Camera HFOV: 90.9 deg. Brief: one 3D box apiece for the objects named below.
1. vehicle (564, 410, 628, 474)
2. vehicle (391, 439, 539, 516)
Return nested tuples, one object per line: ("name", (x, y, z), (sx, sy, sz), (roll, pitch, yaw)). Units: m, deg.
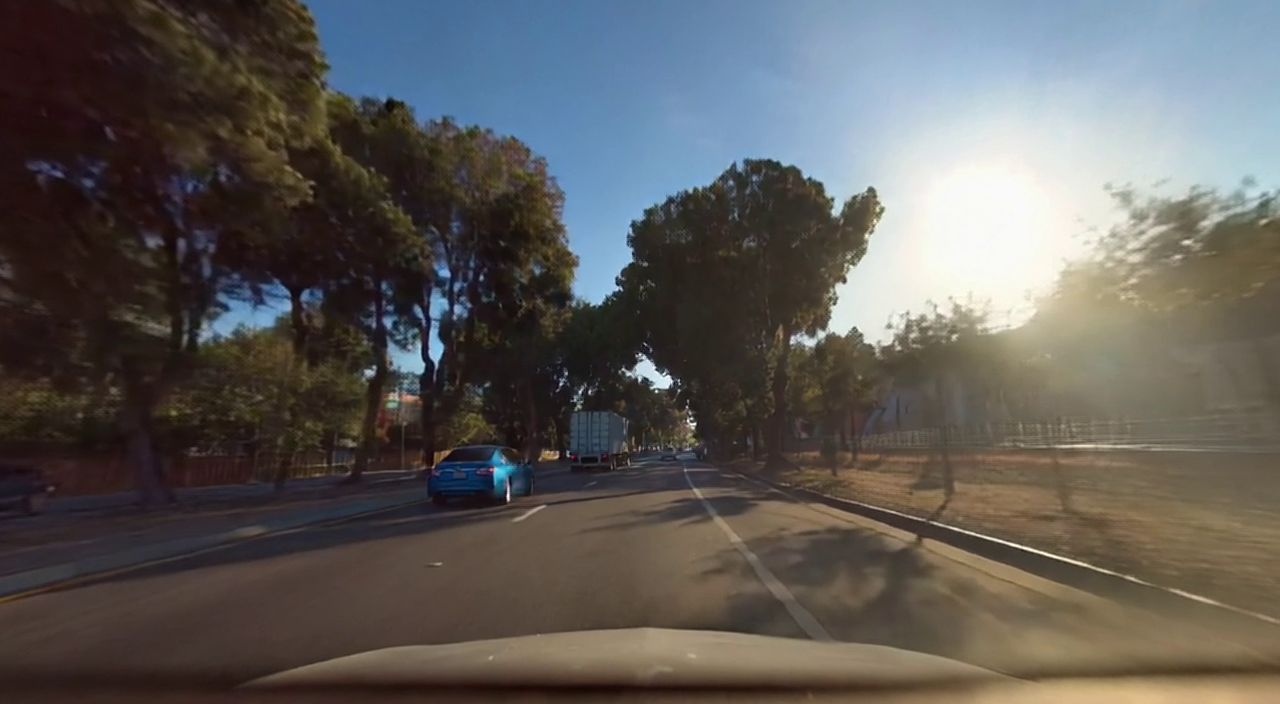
("vehicle", (-2.382, 5.398, 37.329), (2.746, 3.276, 8.572), (-1, -9, 3))
("vehicle", (-3.770, 2.804, 14.528), (2.005, 1.462, 4.345), (-1, -9, 3))
